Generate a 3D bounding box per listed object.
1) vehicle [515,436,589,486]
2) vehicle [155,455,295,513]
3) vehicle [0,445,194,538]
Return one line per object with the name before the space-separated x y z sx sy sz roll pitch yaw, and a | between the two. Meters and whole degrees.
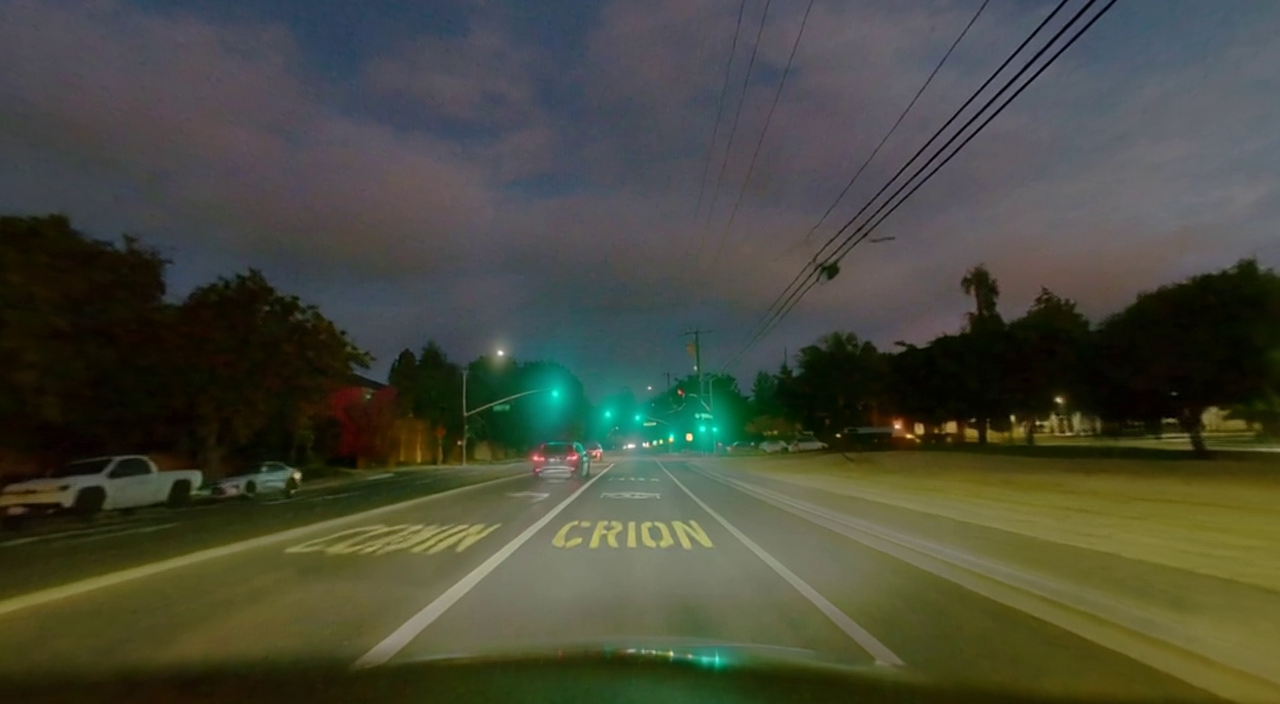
vehicle | -3.185 4.059 23.855 2.084 1.701 4.734 0 -8 1
vehicle | -14.244 4.493 21.996 1.860 1.490 4.542 -4 -7 0
vehicle | -14.105 3.435 16.231 1.972 1.887 4.777 -3 -7 -3
